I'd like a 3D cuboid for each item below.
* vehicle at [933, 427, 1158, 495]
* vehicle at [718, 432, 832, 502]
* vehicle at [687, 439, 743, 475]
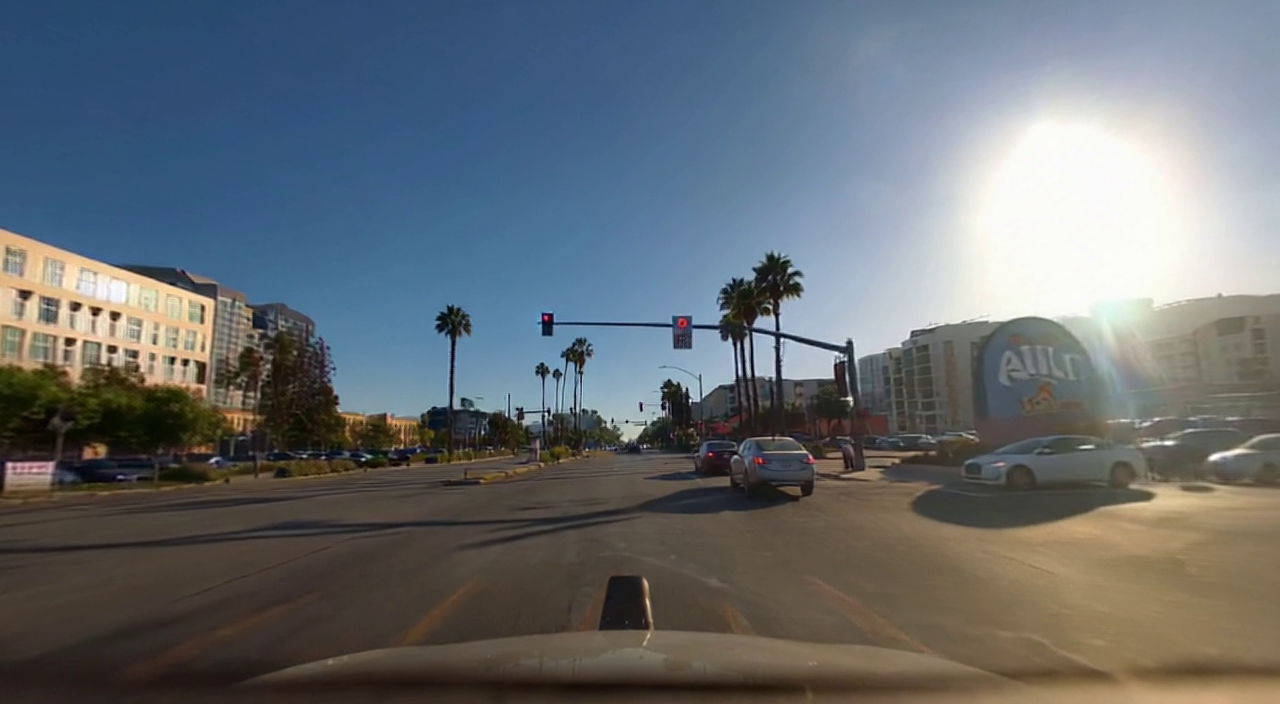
[{"bbox_3d":[10.563,2.859,16.743,4.448,1.640,2.160,0,-8,0],"label":"vehicle"},{"bbox_3d":[3.277,2.858,16.166,1.931,1.534,4.126,0,-8,-1],"label":"vehicle"},{"bbox_3d":[3.233,4.606,28.018,1.870,1.467,4.800,0,-8,0],"label":"vehicle"}]
